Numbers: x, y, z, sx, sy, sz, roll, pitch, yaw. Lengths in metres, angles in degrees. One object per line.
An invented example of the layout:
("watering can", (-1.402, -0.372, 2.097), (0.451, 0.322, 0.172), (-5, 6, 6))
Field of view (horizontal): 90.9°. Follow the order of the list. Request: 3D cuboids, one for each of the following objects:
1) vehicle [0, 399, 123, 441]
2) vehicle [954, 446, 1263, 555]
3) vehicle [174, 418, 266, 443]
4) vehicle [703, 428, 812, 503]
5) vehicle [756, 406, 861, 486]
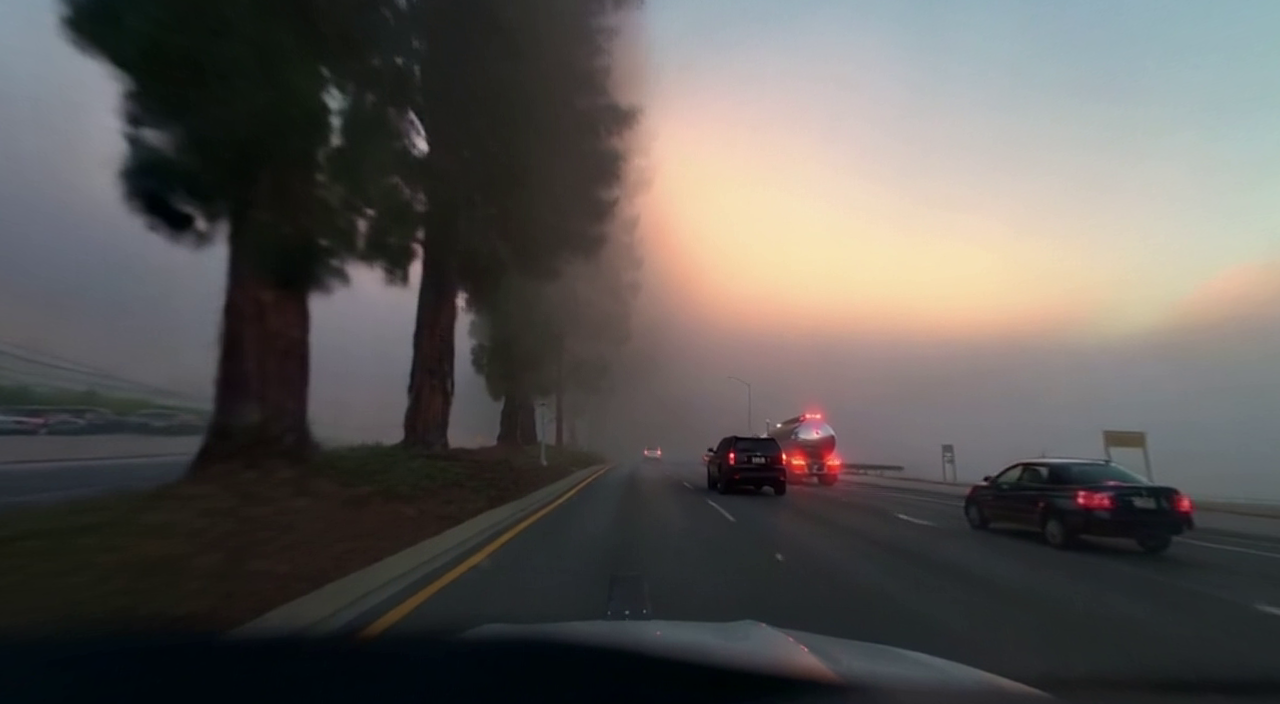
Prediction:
("vehicle", (-29.098, 3.418, 31.564), (4.573, 1.751, 2.109), (3, -7, 5))
("vehicle", (7.563, 2.382, 10.893), (1.966, 1.476, 4.270), (1, -9, -2))
("vehicle", (-28.189, 5.307, 42.392), (4.723, 1.592, 1.994), (0, -9, 0))
("vehicle", (2.978, 3.010, 17.092), (2.045, 1.729, 4.532), (0, -9, -1))
("vehicle", (7.445, 4.287, 28.836), (2.849, 3.207, 6.275), (1, -9, -2))
